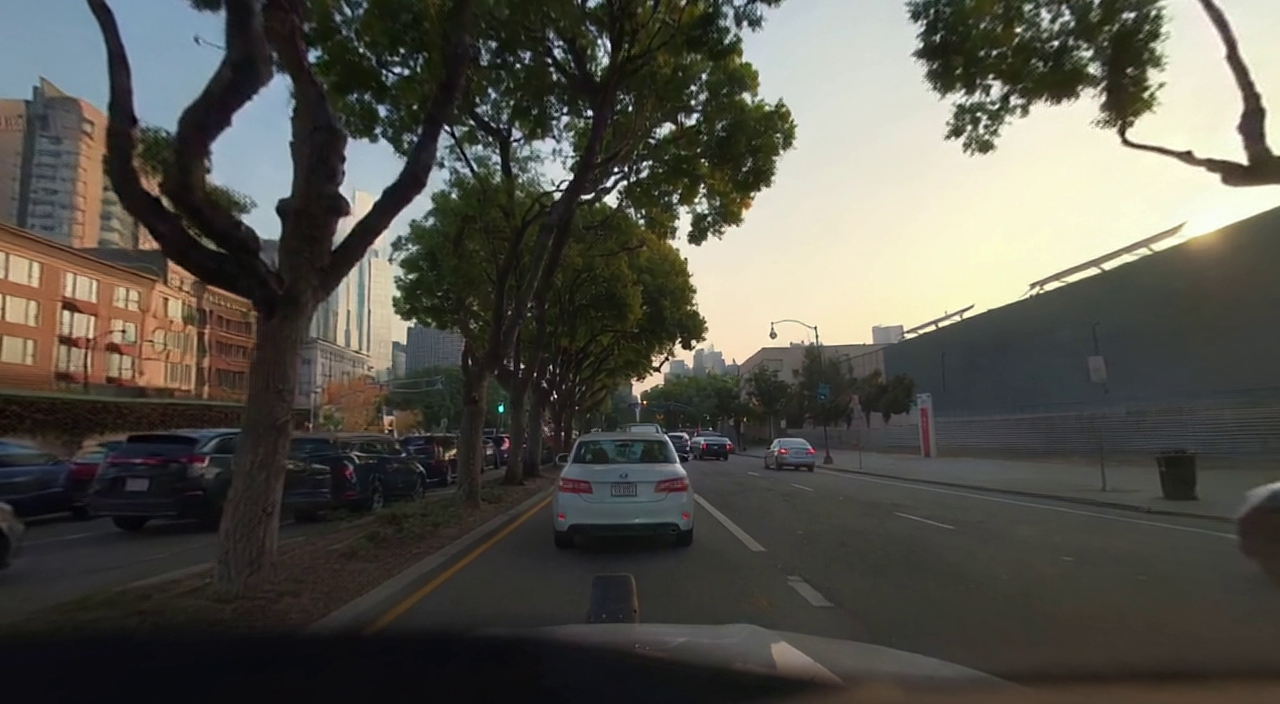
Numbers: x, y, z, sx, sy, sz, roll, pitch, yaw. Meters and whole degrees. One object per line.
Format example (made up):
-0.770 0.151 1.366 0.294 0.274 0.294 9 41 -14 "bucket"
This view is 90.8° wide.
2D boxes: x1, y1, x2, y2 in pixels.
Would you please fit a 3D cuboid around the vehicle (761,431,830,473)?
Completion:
6.743 4.368 27.792 1.889 1.681 4.120 0 -9 -1 "vehicle"

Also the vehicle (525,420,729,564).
-0.172 1.801 8.854 2.161 1.501 4.184 0 -8 -1 "vehicle"

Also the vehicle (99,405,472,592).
-3.707 1.613 7.799 2.009 1.619 4.376 0 -8 1 "vehicle"
